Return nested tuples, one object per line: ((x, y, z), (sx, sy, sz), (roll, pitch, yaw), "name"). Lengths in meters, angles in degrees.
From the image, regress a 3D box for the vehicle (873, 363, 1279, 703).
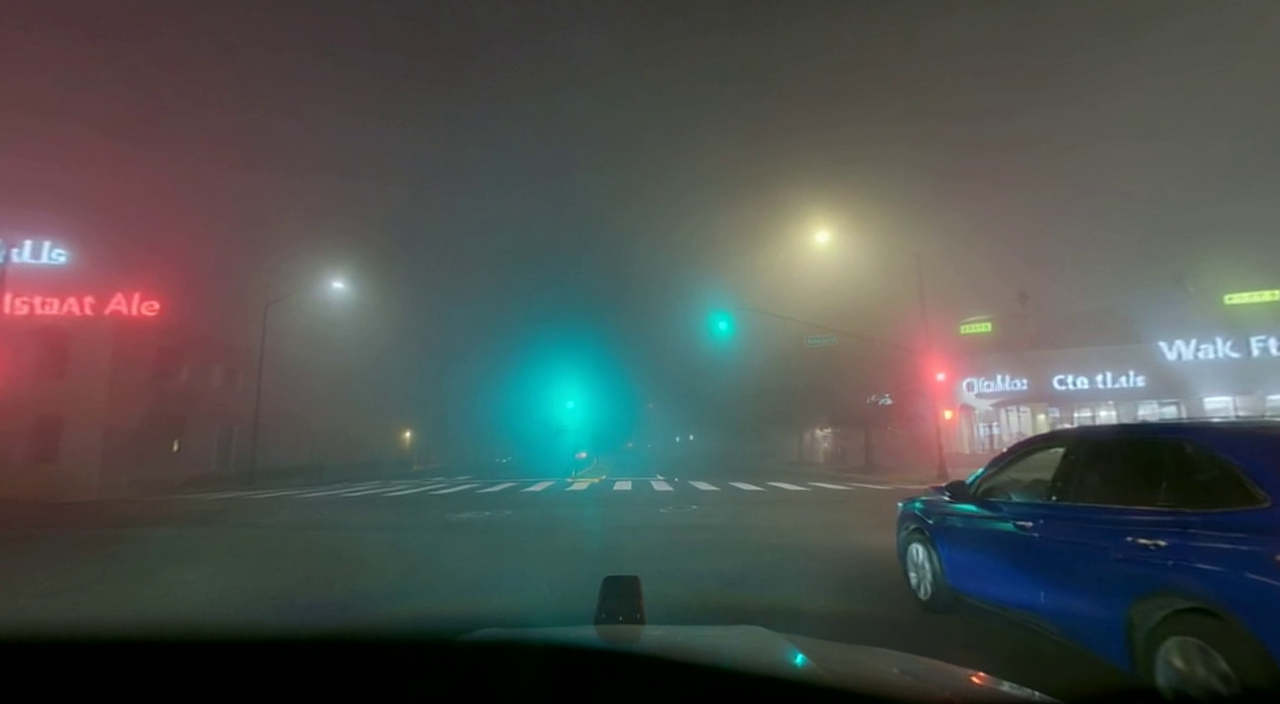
((3.153, 1.033, 3.232), (2.015, 1.641, 4.995), (0, -9, 0), "vehicle")
